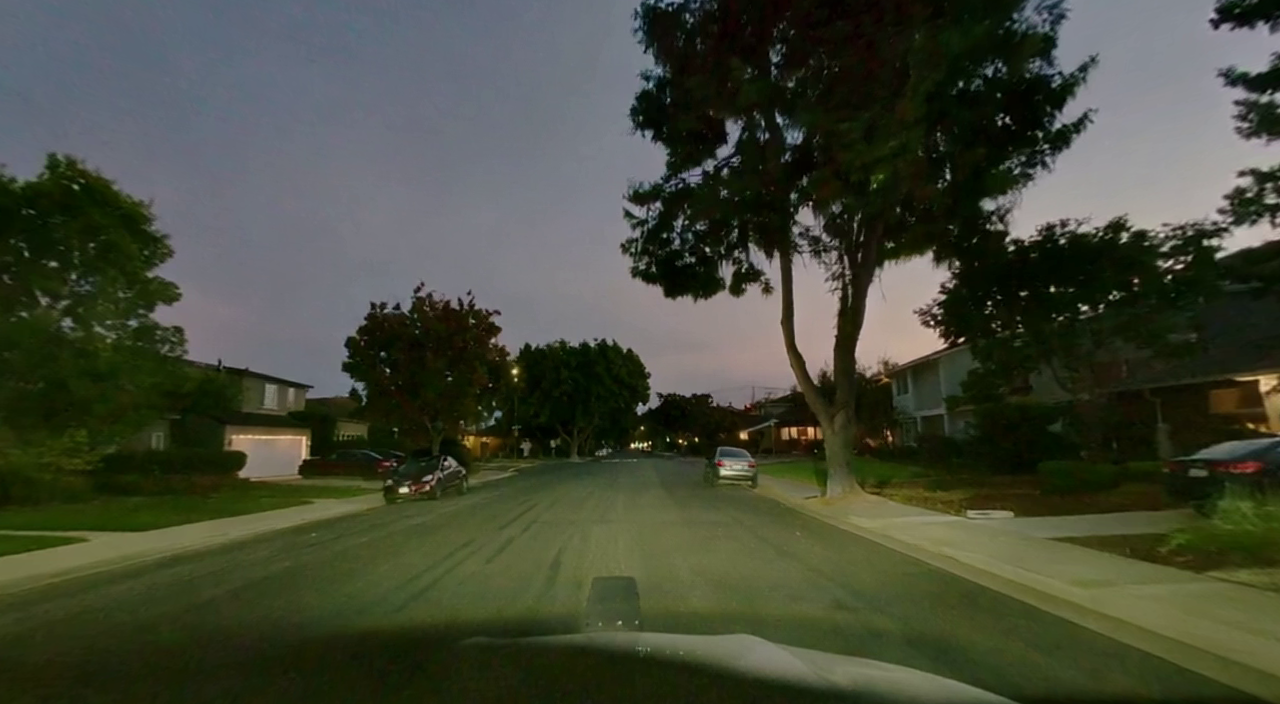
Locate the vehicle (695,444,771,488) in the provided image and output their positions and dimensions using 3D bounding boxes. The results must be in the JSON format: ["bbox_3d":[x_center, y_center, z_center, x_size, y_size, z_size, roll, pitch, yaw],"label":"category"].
[{"bbox_3d":[3.322,4.175,23.490,1.986,1.476,4.306,0,-9,-2],"label":"vehicle"}]

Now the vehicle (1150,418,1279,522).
[{"bbox_3d":[10.958,1.794,9.845,4.234,1.464,1.924,-1,-8,4],"label":"vehicle"}]

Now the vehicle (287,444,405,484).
[{"bbox_3d":[-12.140,4.631,26.259,3.950,1.581,1.902,-1,-9,3],"label":"vehicle"}]

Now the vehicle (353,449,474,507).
[{"bbox_3d":[-6.635,3.702,19.098,2.035,1.480,4.508,0,-8,-1],"label":"vehicle"}]
